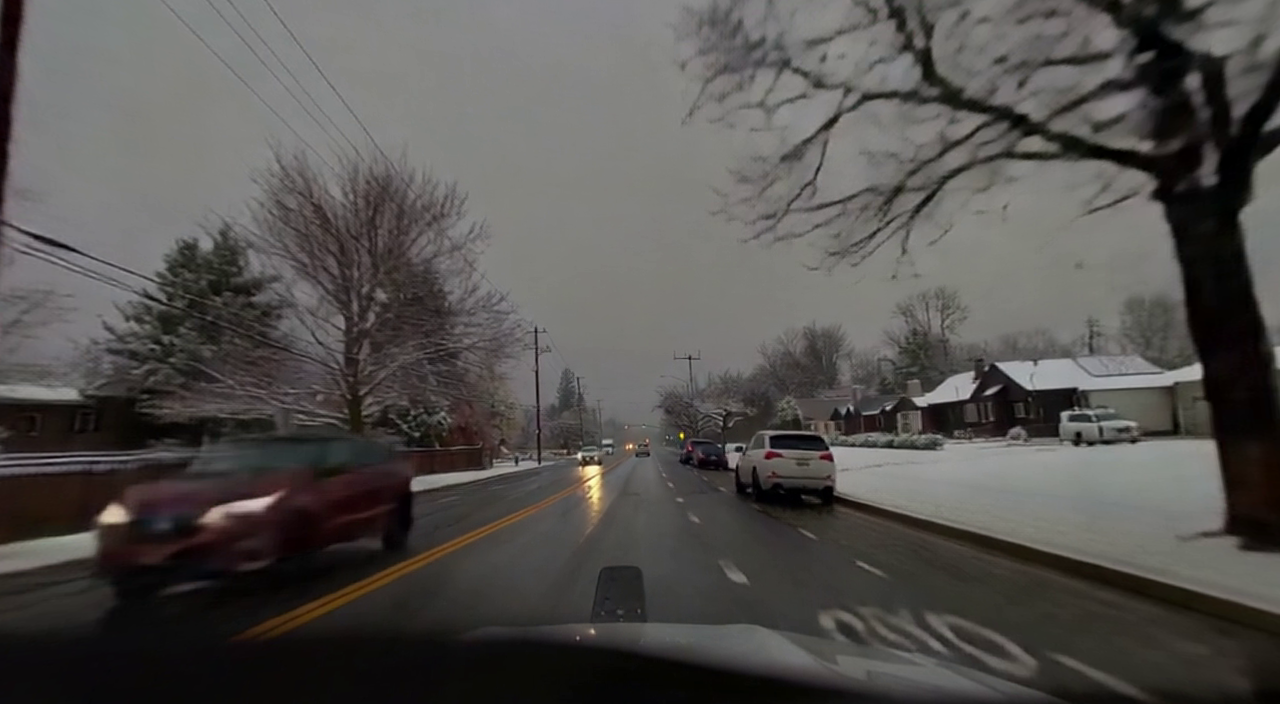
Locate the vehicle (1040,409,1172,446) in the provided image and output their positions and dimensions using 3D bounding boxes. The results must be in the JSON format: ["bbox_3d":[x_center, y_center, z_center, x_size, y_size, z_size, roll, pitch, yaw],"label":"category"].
[{"bbox_3d":[22.133,3.616,30.109,4.799,1.678,2.002,0,-9,-5],"label":"vehicle"}]

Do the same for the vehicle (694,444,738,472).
[{"bbox_3d":[4.137,5.827,34.929,1.874,1.415,4.683,0,-8,0],"label":"vehicle"}]

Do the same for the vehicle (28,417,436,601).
[{"bbox_3d":[-4.903,1.942,8.937,2.091,1.793,5.296,-1,-8,2],"label":"vehicle"}]

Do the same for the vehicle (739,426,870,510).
[{"bbox_3d":[3.867,2.815,15.856,2.087,1.725,4.986,-1,-8,2],"label":"vehicle"}]
